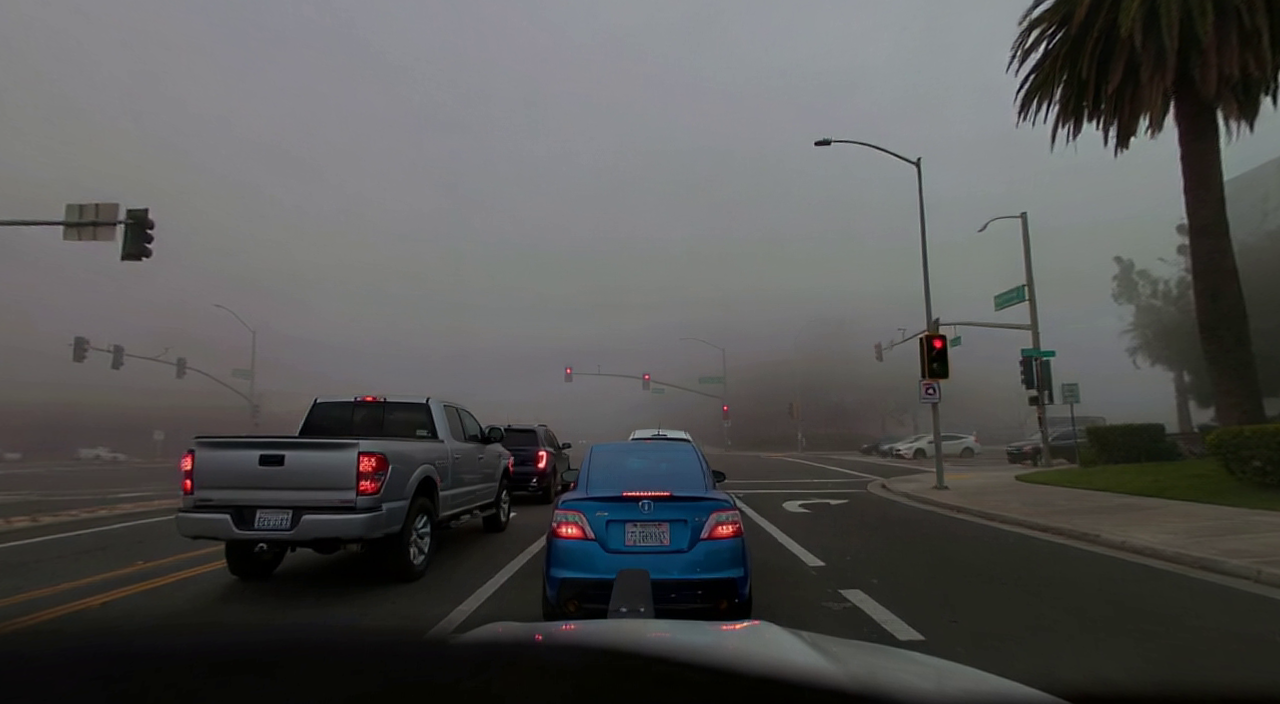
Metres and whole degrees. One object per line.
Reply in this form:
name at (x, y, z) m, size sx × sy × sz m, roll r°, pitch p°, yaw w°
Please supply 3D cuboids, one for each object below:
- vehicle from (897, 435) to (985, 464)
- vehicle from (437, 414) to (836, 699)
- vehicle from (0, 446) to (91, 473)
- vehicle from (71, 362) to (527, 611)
vehicle at (18.751, 6.096, 39.298) m, size 4.466 × 1.717 × 1.963 m, roll 0°, pitch -9°, yaw 2°
vehicle at (0.006, 1.403, 5.499) m, size 2.122 × 1.501 × 4.152 m, roll 0°, pitch -8°, yaw 1°
vehicle at (-37.171, 6.632, 38.814) m, size 4.576 × 1.617 × 1.937 m, roll 0°, pitch -8°, yaw 2°
vehicle at (-3.251, 1.478, 7.891) m, size 2.330 × 1.969 × 5.626 m, roll -1°, pitch -8°, yaw 3°
